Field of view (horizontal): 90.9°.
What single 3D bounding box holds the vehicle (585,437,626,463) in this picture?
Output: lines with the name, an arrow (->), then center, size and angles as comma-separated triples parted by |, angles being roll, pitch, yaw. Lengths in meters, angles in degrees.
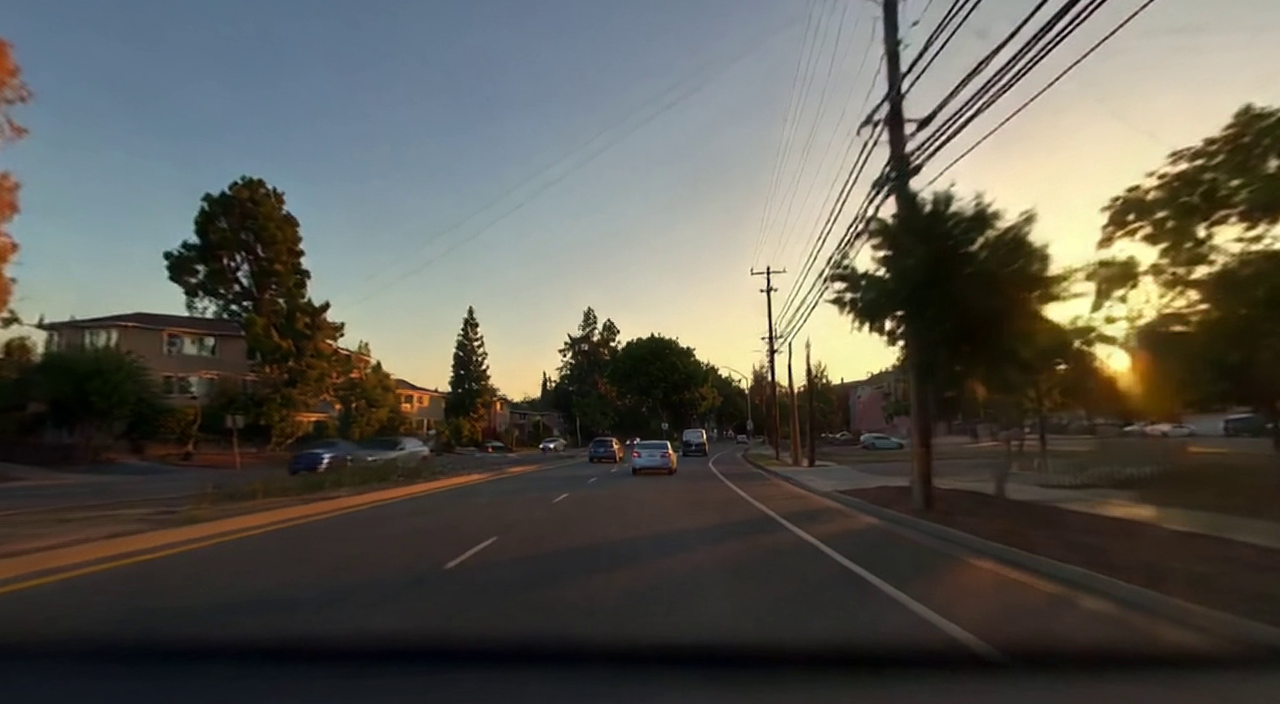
vehicle -> -2.019, 5.958, 38.421 | 1.983, 1.485, 4.159 | -1, -8, 4

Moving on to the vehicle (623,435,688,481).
vehicle -> 0.635, 3.765, 22.576 | 2.117, 1.474, 4.036 | -1, -8, 4
